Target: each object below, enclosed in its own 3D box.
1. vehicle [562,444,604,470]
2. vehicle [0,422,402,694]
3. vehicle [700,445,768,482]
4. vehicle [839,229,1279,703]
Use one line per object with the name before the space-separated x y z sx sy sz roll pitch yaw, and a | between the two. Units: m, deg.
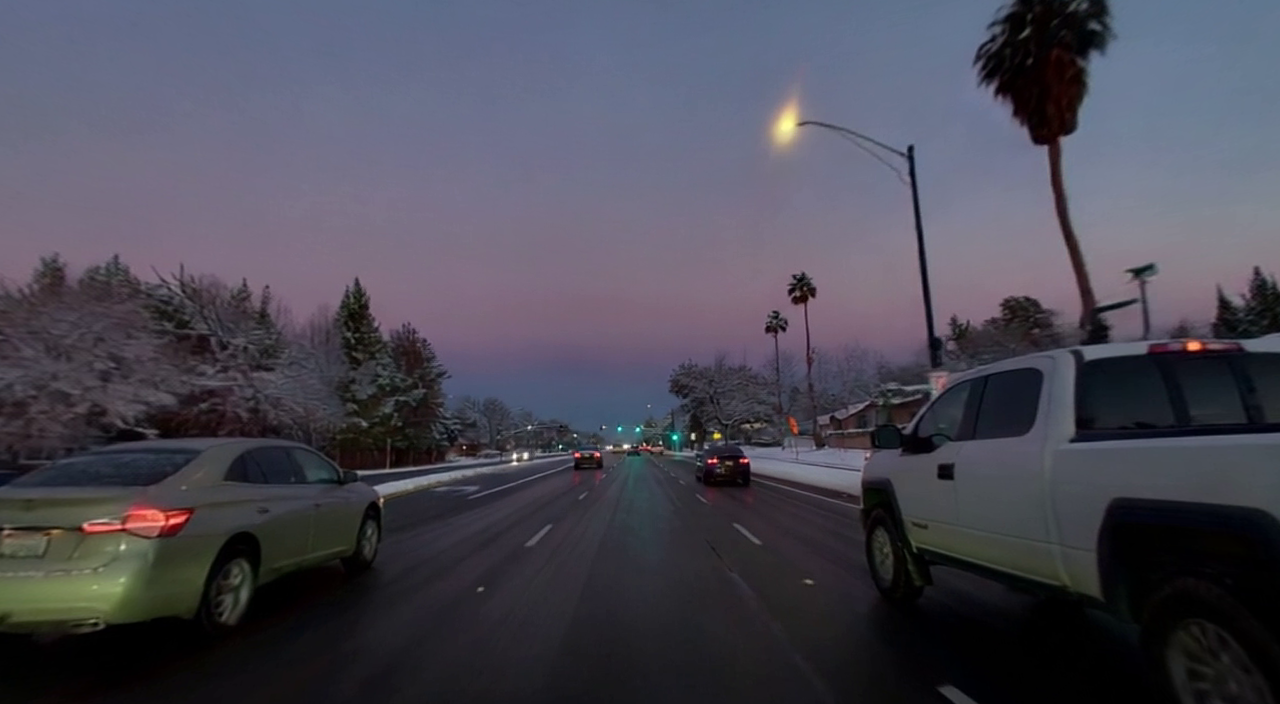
vehicle | -3.539 6.635 40.090 2.263 1.548 4.555 0 -8 -1
vehicle | -3.980 1.479 5.743 2.094 1.509 4.286 0 -9 -2
vehicle | 3.918 4.739 27.158 2.149 1.421 4.805 0 -8 0
vehicle | 3.381 0.875 3.854 2.478 2.030 5.723 0 -9 0
